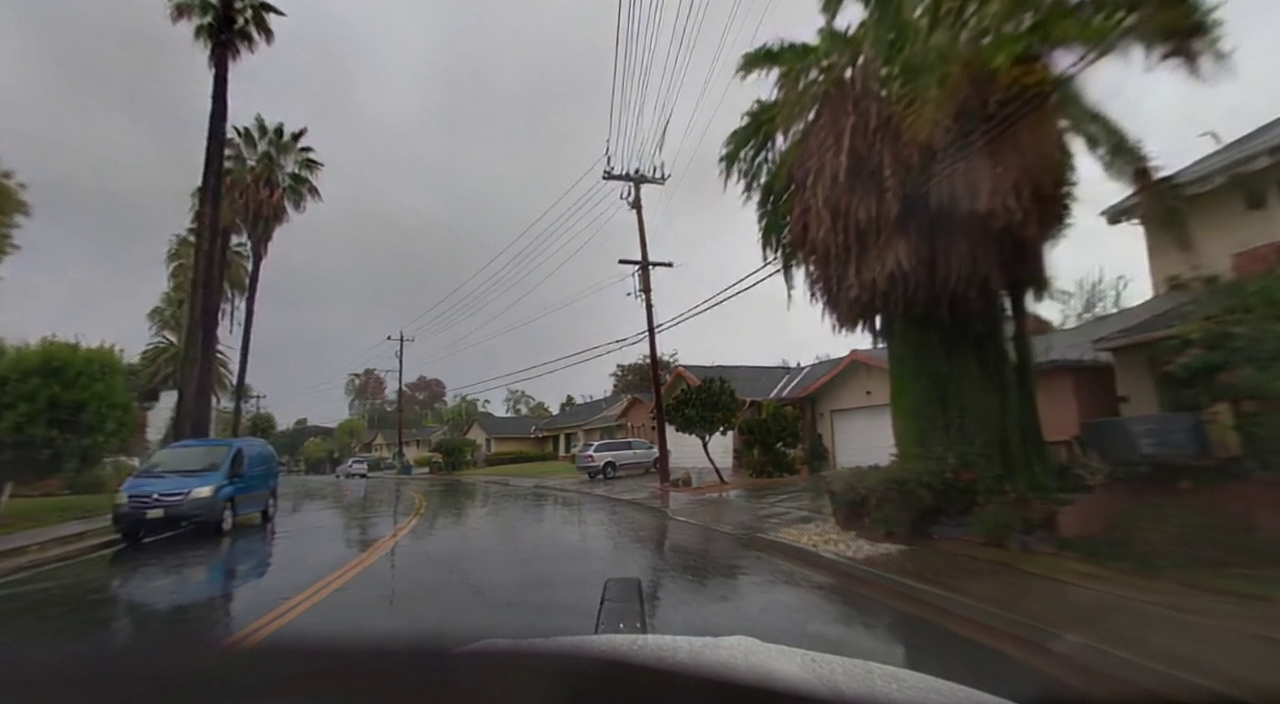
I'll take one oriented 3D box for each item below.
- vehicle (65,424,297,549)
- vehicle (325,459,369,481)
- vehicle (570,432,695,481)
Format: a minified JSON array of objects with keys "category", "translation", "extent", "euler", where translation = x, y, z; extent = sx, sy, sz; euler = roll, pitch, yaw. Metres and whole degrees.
[{"category":"vehicle","translation":[-10.129,2.995,14.788],"extent":[2.552,2.134,6.076],"euler":[-1,-9,-18]},{"category":"vehicle","translation":[-22.642,9.064,48.743],"extent":[1.870,1.490,3.802],"euler":[8,-11,-42]},{"category":"vehicle","translation":[-0.297,4.697,28.676],"extent":[5.102,2.040,2.472],"euler":[5,-9,-30]}]
